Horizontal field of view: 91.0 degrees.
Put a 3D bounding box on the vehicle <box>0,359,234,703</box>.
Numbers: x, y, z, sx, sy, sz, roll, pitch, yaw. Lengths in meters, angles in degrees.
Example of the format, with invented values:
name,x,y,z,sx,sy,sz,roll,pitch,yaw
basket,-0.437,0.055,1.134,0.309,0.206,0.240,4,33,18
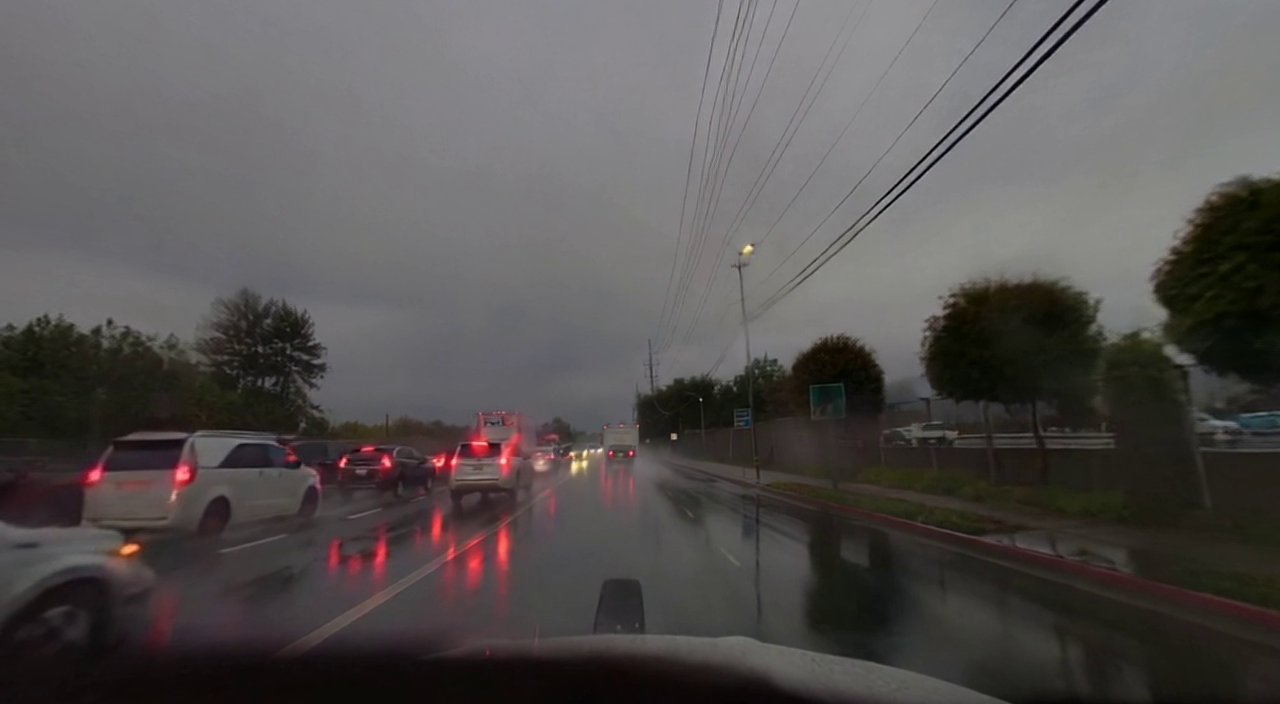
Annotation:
name,x,y,z,sx,sy,sz,roll,pitch,yaw
vehicle,-3.805,0.741,1.616,2.388,1.692,4.684,0,-8,0

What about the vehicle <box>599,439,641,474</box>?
name,x,y,z,sx,sy,sz,roll,pitch,yaw
vehicle,-1.065,5.387,32.770,2.055,1.671,4.147,0,-8,-2

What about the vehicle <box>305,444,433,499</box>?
name,x,y,z,sx,sy,sz,roll,pitch,yaw
vehicle,-8.256,3.640,19.795,1.909,1.473,5.050,0,-8,-2

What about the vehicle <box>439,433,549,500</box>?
name,x,y,z,sx,sy,sz,roll,pitch,yaw
vehicle,-4.028,3.250,18.334,2.057,1.673,4.934,0,-8,0

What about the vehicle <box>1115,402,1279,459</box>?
name,x,y,z,sx,sy,sz,roll,pitch,yaw
vehicle,31.231,4.432,35.256,7.011,3.014,2.594,0,-9,-1
